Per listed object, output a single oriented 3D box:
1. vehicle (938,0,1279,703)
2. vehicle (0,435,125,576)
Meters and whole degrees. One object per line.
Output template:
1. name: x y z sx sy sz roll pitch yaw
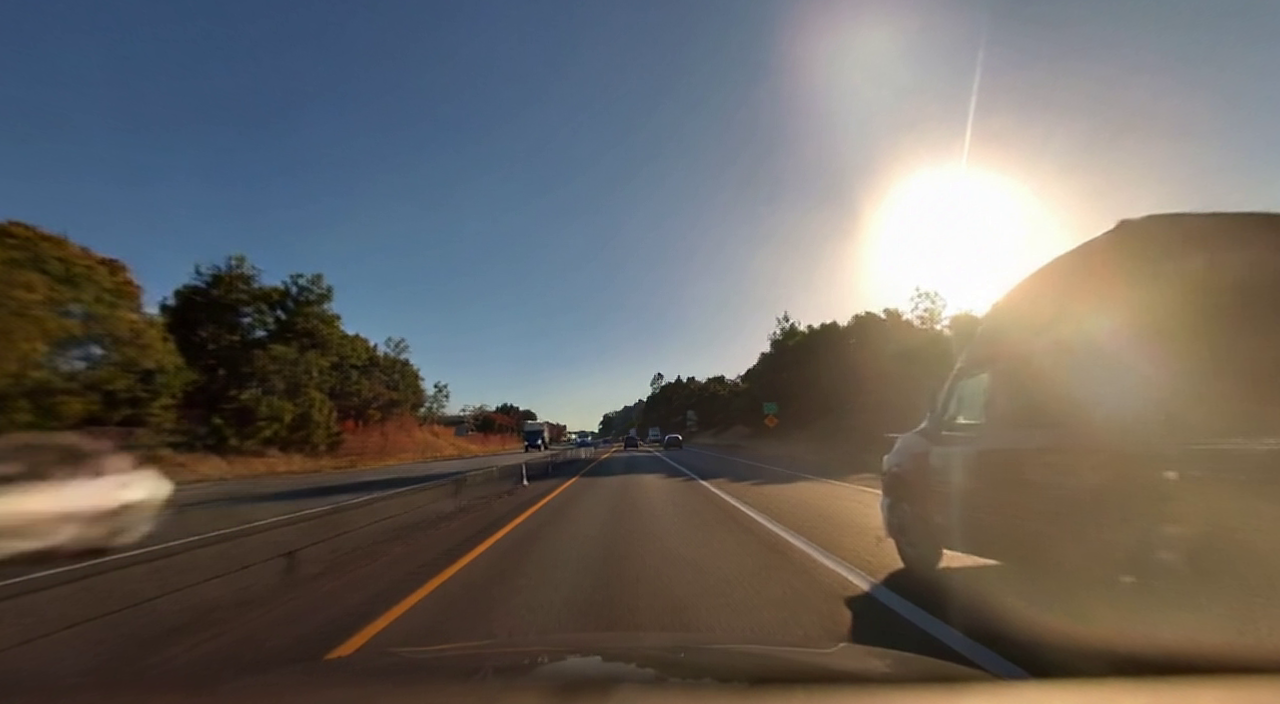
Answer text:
1. vehicle: 3.893 -0.174 1.559 2.999 4.013 6.296 0 -8 -1
2. vehicle: -7.694 1.571 5.939 1.977 1.456 4.489 -3 -8 -1
